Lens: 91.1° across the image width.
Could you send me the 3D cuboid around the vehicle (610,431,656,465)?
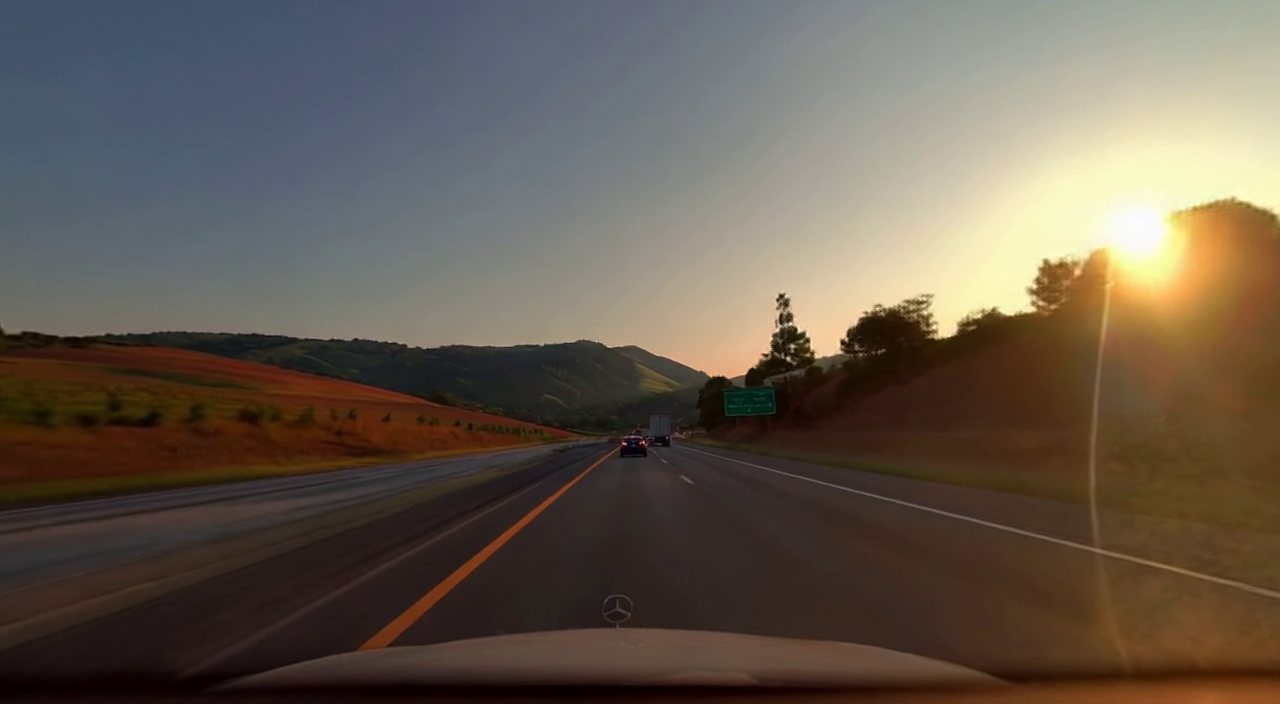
[{"bbox_3d":[-0.400,4.945,32.741,2.216,1.623,4.220,0,-8,-1],"label":"vehicle"}]
